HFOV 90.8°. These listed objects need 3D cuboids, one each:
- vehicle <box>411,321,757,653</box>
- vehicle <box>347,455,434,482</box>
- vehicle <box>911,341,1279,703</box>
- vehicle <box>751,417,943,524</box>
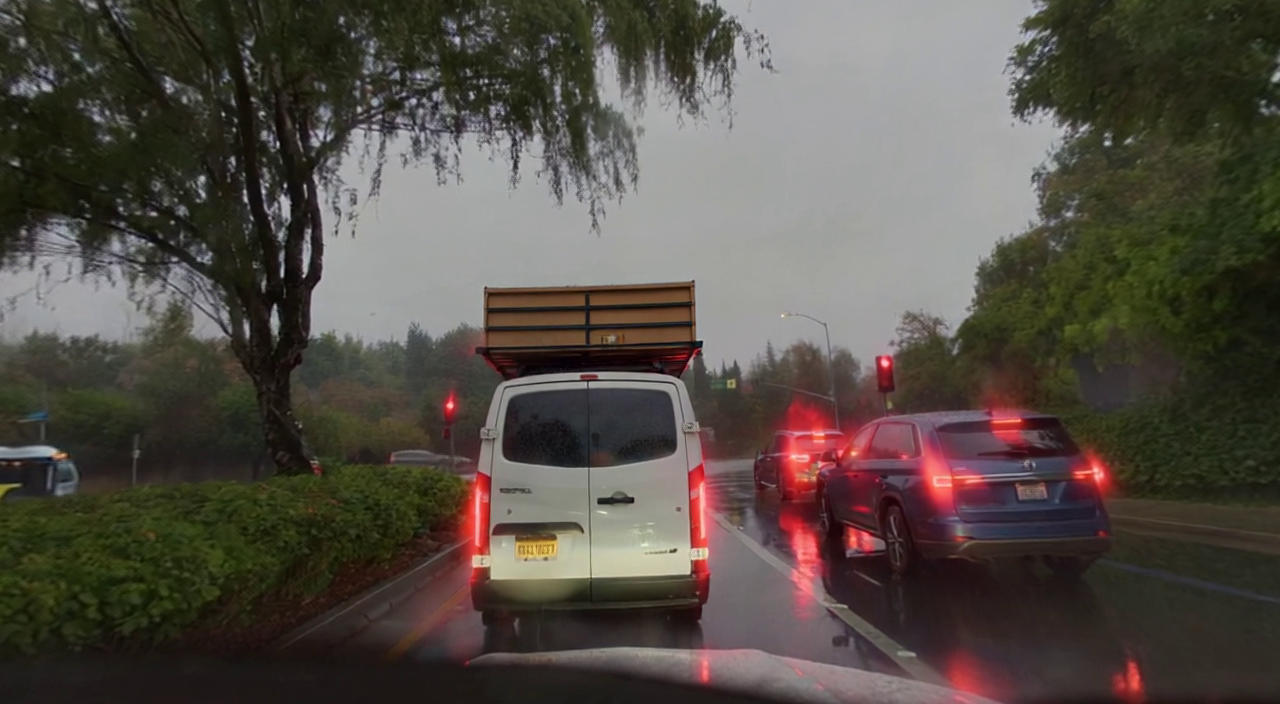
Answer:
[{"bbox_3d":[-0.356,1.149,6.198,2.145,2.089,4.309,0,-9,0],"label":"vehicle"},{"bbox_3d":[-13.600,6.312,34.521,4.135,1.321,1.687,5,-10,-33],"label":"vehicle"},{"bbox_3d":[3.450,0.938,3.401,1.965,1.671,4.146,0,-9,-3],"label":"vehicle"},{"bbox_3d":[3.699,2.212,12.272,2.024,1.692,4.252,1,-9,-4],"label":"vehicle"}]
